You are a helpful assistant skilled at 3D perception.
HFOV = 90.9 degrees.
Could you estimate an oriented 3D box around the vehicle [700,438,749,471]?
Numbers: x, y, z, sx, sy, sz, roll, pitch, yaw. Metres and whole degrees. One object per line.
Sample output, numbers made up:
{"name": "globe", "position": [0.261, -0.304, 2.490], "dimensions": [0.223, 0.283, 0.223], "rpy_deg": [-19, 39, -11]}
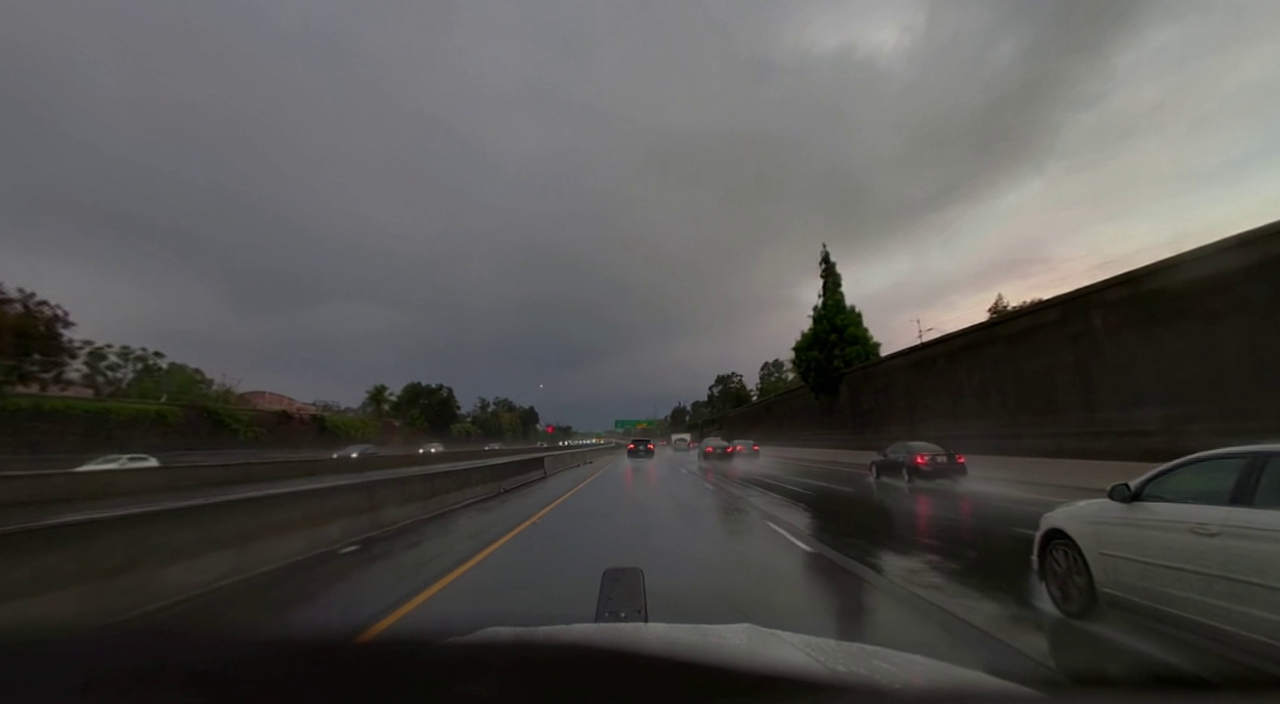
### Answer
{"name": "vehicle", "position": [4.176, 5.130, 31.782], "dimensions": [1.825, 1.487, 4.034], "rpy_deg": [0, -8, -1]}

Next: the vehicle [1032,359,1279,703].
{"name": "vehicle", "position": [3.779, 0.787, 2.225], "dimensions": [2.003, 1.661, 4.418], "rpy_deg": [-1, -8, 1]}

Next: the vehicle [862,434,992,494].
{"name": "vehicle", "position": [8.144, 3.189, 18.367], "dimensions": [1.810, 1.516, 4.183], "rpy_deg": [-1, -8, 0]}

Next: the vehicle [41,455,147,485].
{"name": "vehicle", "position": [-31.202, 6.719, 36.240], "dimensions": [1.866, 1.472, 4.711], "rpy_deg": [-1, -8, 0]}

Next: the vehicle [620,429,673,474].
{"name": "vehicle", "position": [0.265, 4.490, 28.661], "dimensions": [2.189, 1.852, 4.038], "rpy_deg": [0, -8, 0]}
